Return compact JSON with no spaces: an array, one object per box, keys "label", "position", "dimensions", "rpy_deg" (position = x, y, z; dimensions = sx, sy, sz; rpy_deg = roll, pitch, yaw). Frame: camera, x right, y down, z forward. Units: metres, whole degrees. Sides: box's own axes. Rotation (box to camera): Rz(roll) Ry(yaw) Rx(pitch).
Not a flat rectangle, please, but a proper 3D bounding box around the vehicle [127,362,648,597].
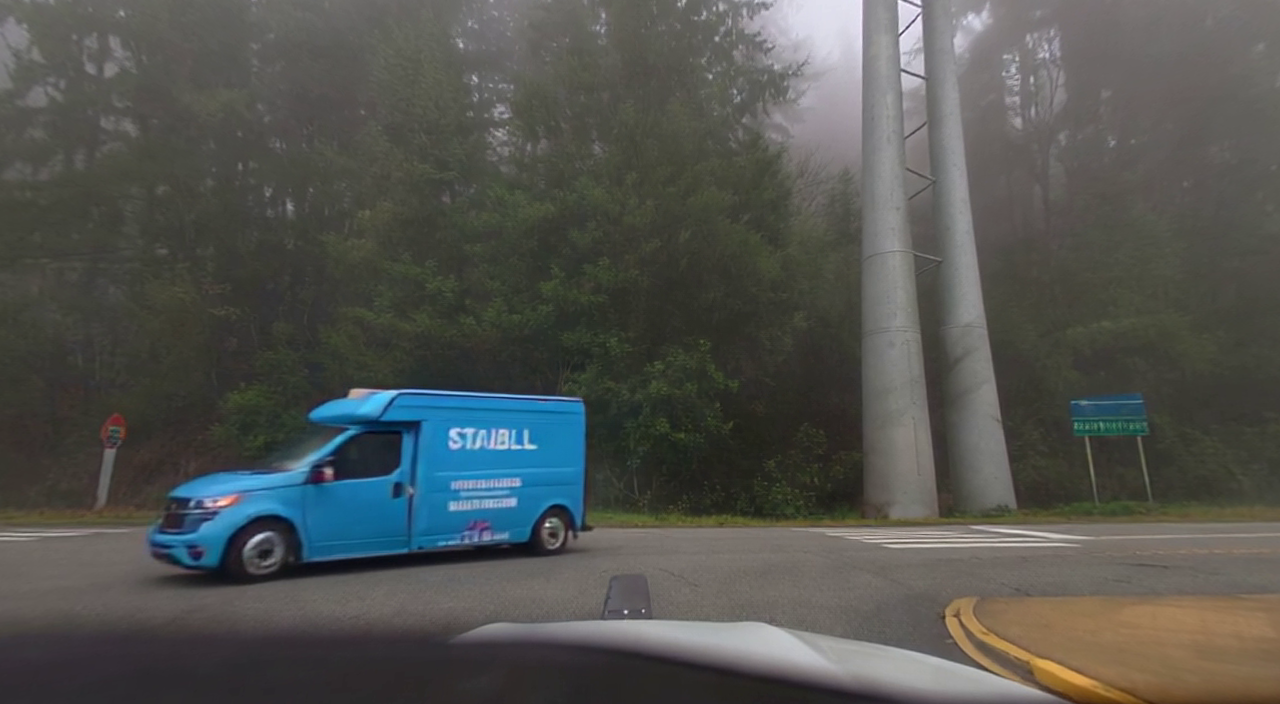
[{"label":"vehicle","position":[-3.056,1.657,8.891],"dimensions":[5.923,2.424,2.247],"rpy_deg":[4,-10,-25]}]
